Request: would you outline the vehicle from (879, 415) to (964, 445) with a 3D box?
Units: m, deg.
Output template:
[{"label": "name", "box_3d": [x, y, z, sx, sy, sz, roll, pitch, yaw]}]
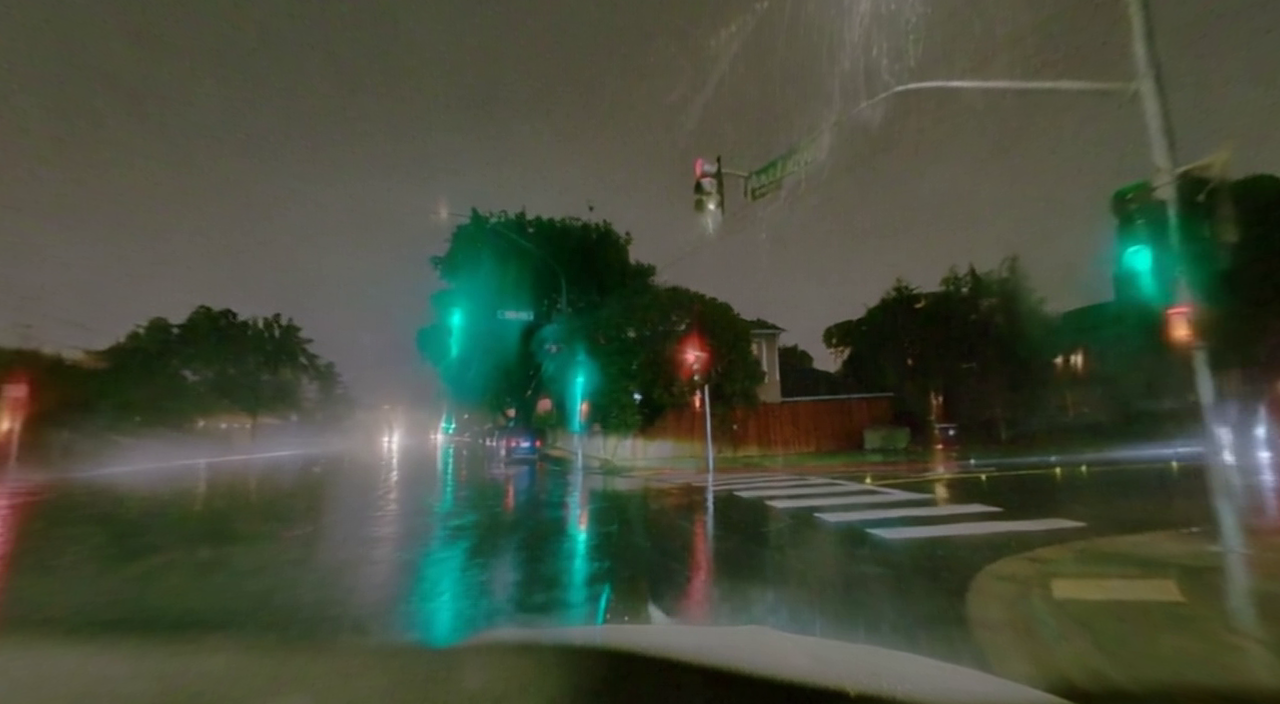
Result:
[{"label": "vehicle", "box_3d": [16.405, 4.639, 36.997, 2.028, 1.595, 4.554, 2, -9, -15]}]

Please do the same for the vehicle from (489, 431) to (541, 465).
[{"label": "vehicle", "box_3d": [-6.267, 4.740, 31.213, 2.149, 1.507, 4.160, 2, -9, -16]}]

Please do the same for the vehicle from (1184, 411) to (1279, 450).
[{"label": "vehicle", "box_3d": [25.401, 3.309, 26.072, 4.671, 1.470, 1.963, 3, -10, -16]}]
